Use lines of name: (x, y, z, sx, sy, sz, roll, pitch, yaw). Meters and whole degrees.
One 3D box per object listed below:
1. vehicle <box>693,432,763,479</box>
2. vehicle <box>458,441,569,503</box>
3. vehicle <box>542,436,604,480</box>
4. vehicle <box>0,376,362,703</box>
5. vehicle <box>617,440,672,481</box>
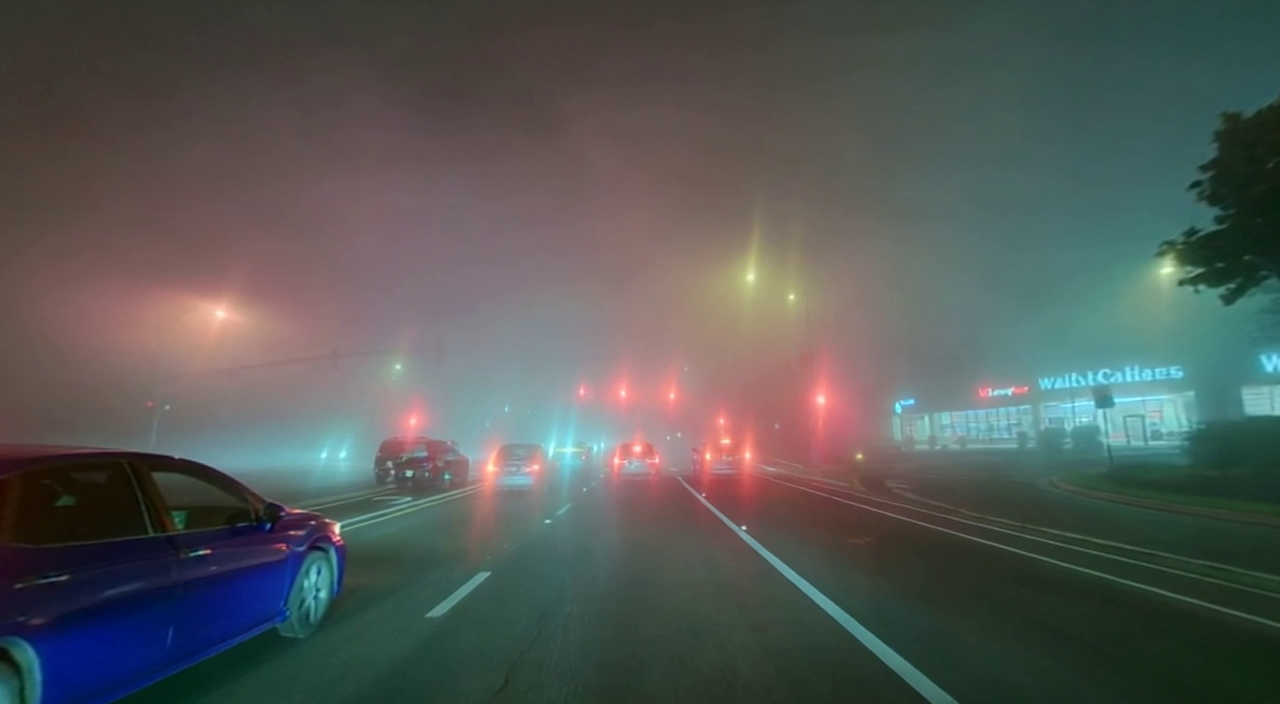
vehicle: (3.417, 4.152, 25.356, 2.076, 1.691, 4.402, 0, -9, -2)
vehicle: (-3.291, 3.226, 17.339, 2.014, 1.472, 4.357, 0, -9, 2)
vehicle: (-2.745, 4.493, 26.866, 2.072, 1.694, 4.070, 0, -9, 2)
vehicle: (-3.120, 0.836, 1.904, 2.249, 1.517, 4.951, 0, -9, 1)
vehicle: (0.196, 4.329, 25.340, 2.032, 1.499, 3.994, 0, -9, 1)
